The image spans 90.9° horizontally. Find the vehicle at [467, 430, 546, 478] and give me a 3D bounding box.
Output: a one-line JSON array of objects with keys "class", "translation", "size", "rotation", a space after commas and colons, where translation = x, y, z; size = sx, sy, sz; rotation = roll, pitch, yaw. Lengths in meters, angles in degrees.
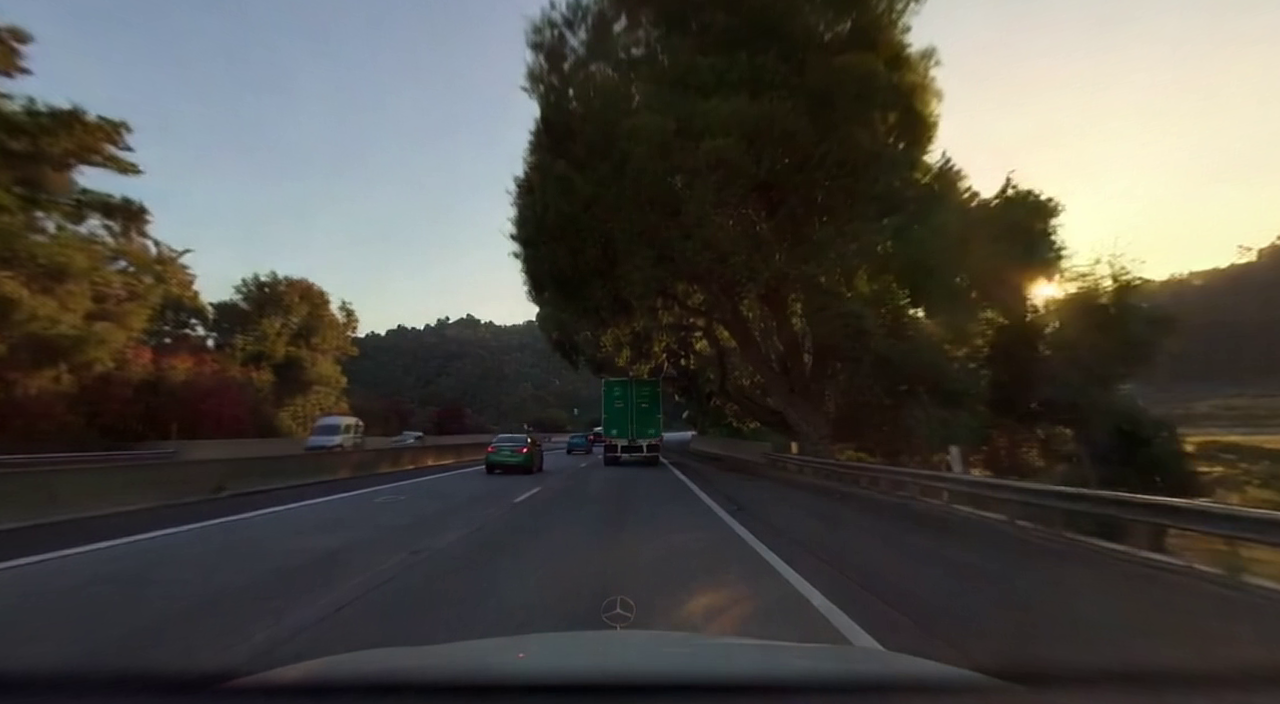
[{"class": "vehicle", "translation": [-4.508, 3.488, 21.898], "size": [1.909, 1.520, 3.897], "rotation": [0, -8, -1]}]

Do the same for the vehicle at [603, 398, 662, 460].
[{"class": "vehicle", "translation": [-0.303, 3.153, 25.737], "size": [2.319, 2.461, 1.270], "rotation": [0, -8, 0]}]
